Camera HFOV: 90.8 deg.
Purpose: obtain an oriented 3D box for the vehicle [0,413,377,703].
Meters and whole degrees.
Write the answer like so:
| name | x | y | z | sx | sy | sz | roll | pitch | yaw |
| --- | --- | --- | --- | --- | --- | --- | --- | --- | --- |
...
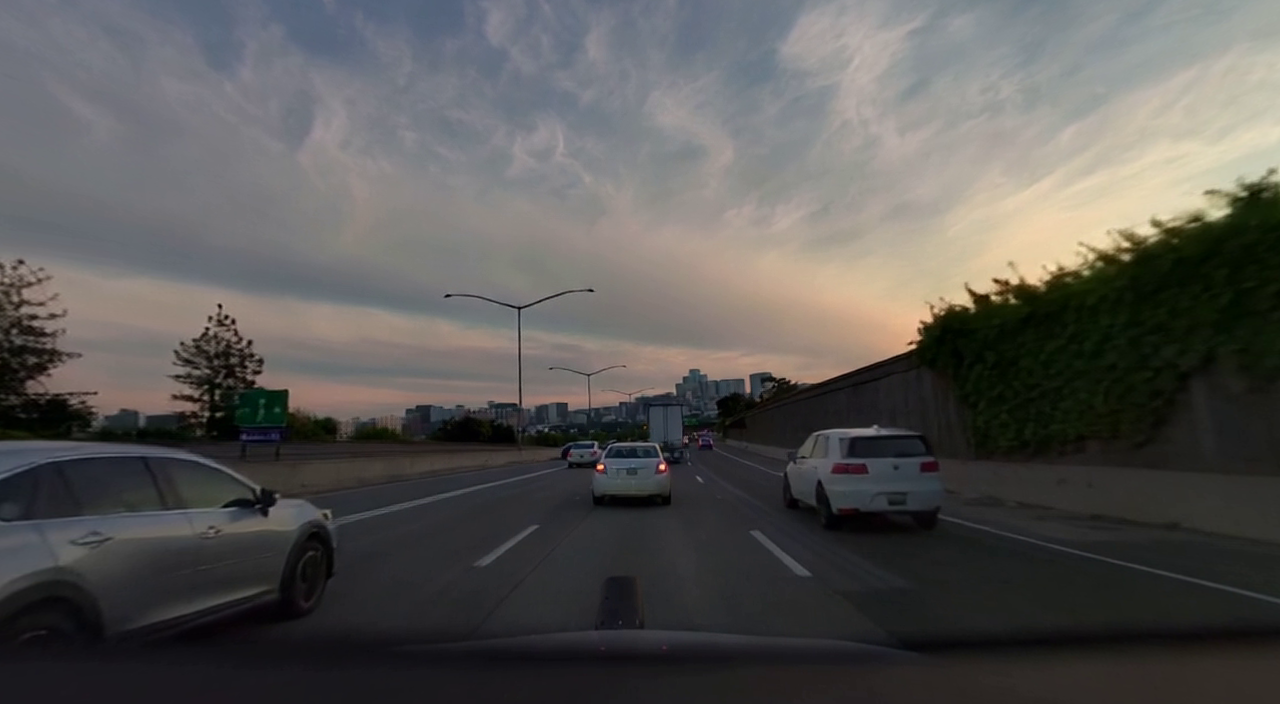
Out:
| name | x | y | z | sx | sy | sz | roll | pitch | yaw |
| --- | --- | --- | --- | --- | --- | --- | --- | --- | --- |
| vehicle | -3.731 | 1.163 | 3.676 | 2.130 | 1.474 | 5.027 | -1 | -9 | 1 |

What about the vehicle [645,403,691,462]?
| name | x | y | z | sx | sy | sz | roll | pitch | yaw |
| --- | --- | --- | --- | --- | --- | --- | --- | --- | --- |
| vehicle | 2.379 | 6.486 | 49.963 | 2.990 | 4.072 | 10.706 | -1 | -9 | 5 |

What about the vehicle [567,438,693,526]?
| name | x | y | z | sx | sy | sz | roll | pitch | yaw |
| --- | --- | --- | --- | --- | --- | --- | --- | --- | --- |
| vehicle | -0.145 | 2.520 | 12.785 | 2.136 | 1.470 | 3.971 | -1 | -9 | 1 |

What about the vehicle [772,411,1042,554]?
| name | x | y | z | sx | sy | sz | roll | pitch | yaw |
| --- | --- | --- | --- | --- | --- | --- | --- | --- | --- |
| vehicle | 3.647 | 1.901 | 9.844 | 2.166 | 1.666 | 4.618 | 0 | -9 | 0 |
